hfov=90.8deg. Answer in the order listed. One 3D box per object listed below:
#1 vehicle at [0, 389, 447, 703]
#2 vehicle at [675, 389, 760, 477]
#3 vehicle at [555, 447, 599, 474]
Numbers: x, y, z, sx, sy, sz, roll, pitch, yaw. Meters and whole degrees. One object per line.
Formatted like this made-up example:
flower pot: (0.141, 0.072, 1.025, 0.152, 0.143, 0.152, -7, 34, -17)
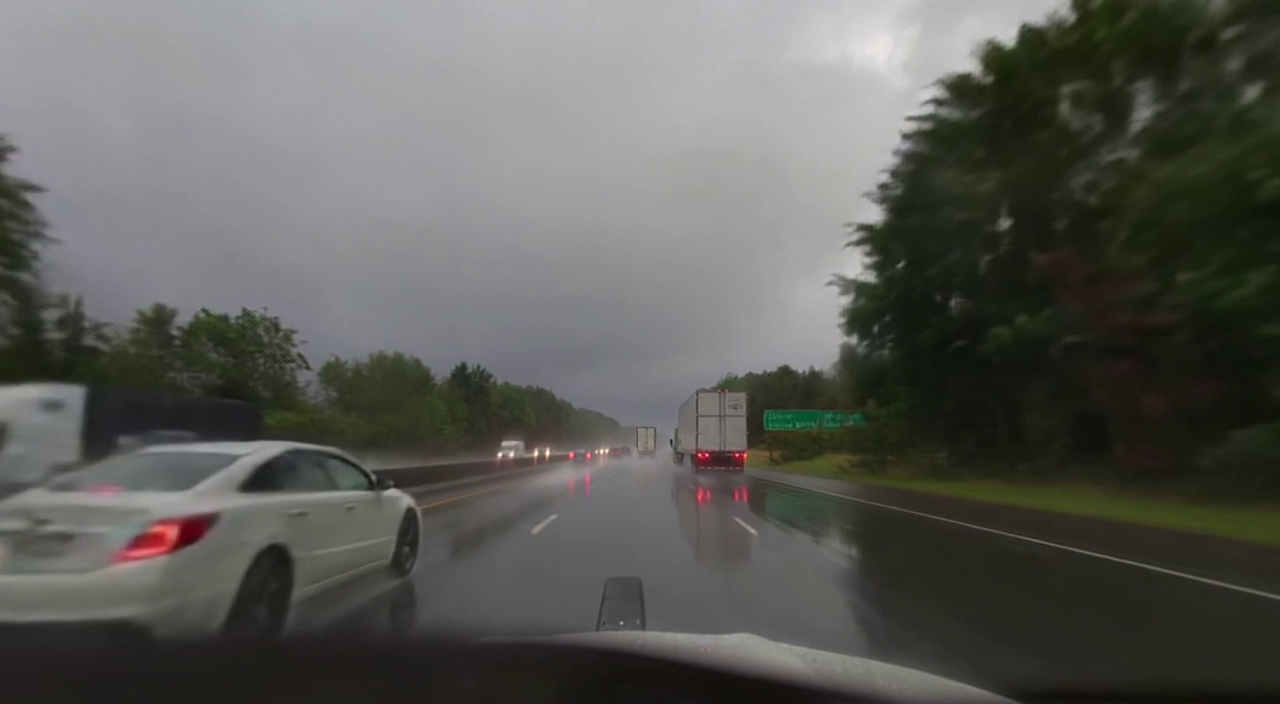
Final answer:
vehicle: (-3.276, 1.279, 4.641, 2.104, 1.526, 4.940, 0, -9, 1)
vehicle: (4.018, 4.920, 36.695, 2.974, 4.083, 14.389, 0, -9, 0)
vehicle: (-3.609, 6.331, 36.922, 2.121, 1.445, 4.651, 0, -9, 0)
